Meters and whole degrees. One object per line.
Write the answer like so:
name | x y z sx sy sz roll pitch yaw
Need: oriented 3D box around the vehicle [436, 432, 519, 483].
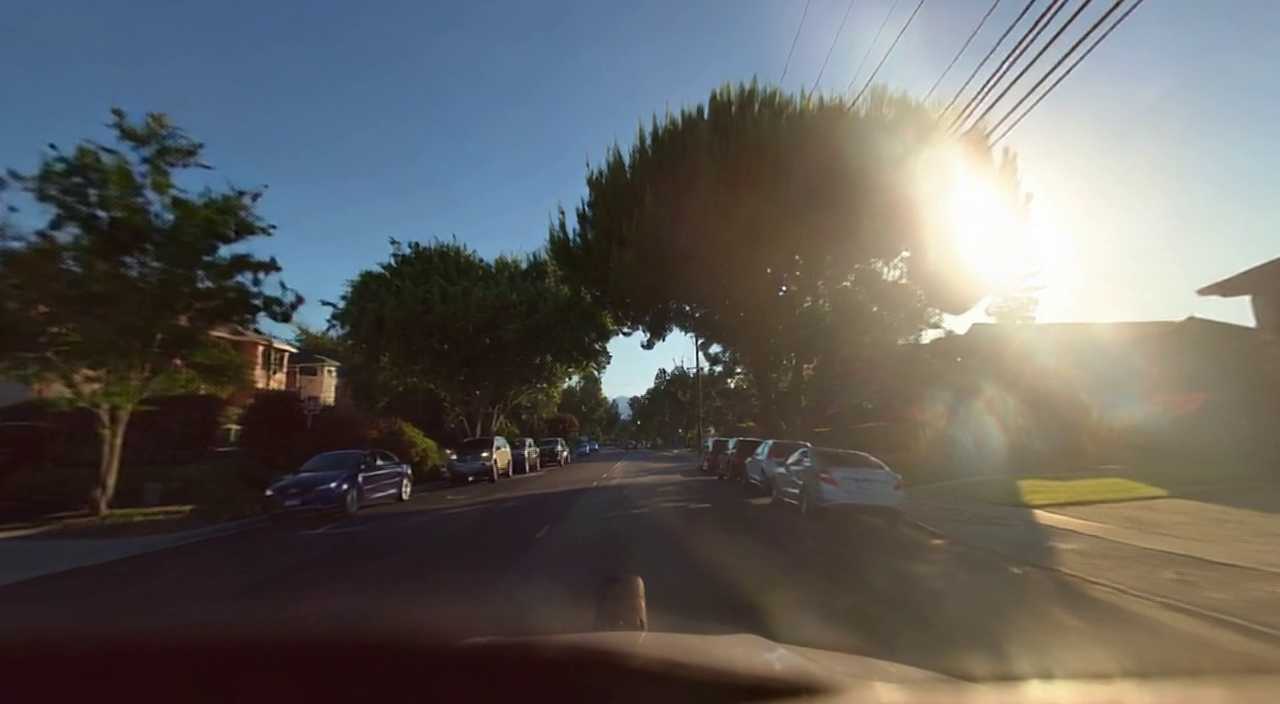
vehicle | -6.301 4.155 25.079 2.031 1.799 4.587 0 -8 0

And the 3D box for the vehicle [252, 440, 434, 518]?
vehicle | -6.424 2.763 14.341 2.031 1.454 4.410 1 -8 -1

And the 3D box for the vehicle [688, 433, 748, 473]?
vehicle | 3.672 4.899 30.870 2.178 1.757 5.495 1 -8 -1

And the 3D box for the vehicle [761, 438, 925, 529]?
vehicle | 3.683 2.434 12.385 1.763 1.432 4.323 1 -8 0
